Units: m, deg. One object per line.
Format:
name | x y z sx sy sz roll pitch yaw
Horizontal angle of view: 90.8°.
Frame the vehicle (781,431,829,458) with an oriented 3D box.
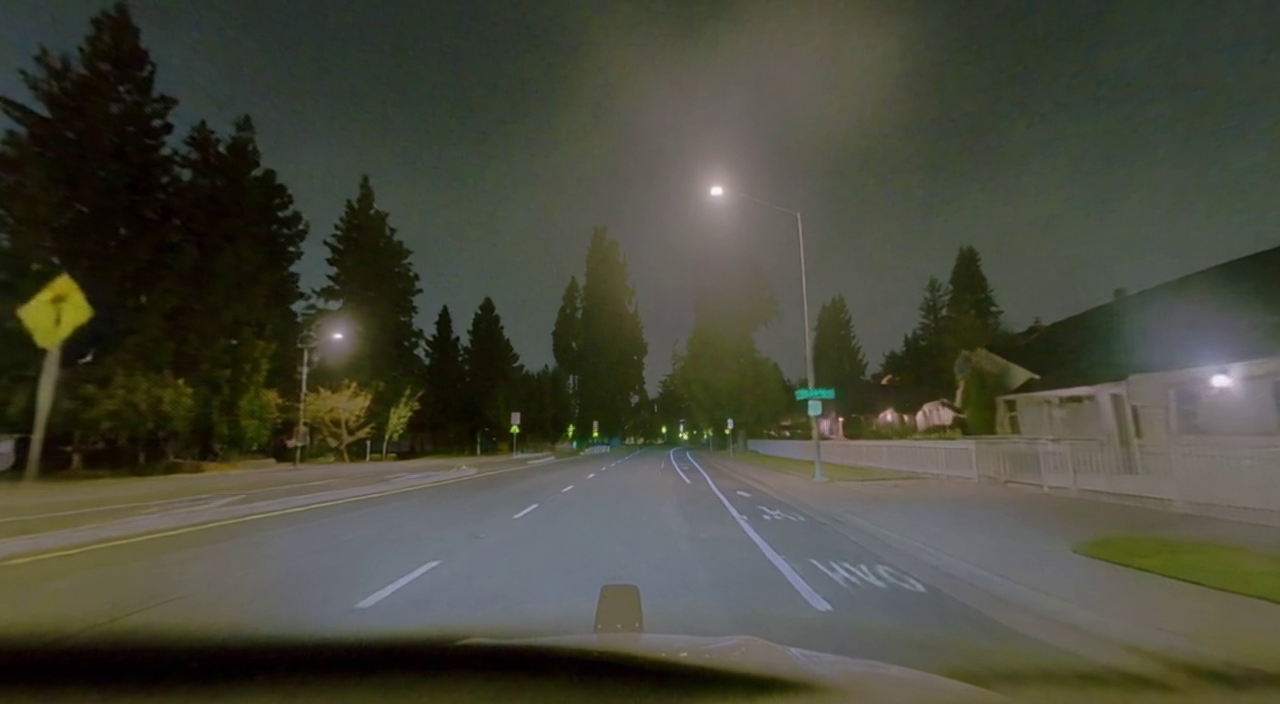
vehicle | 11.031 6.242 42.553 1.938 1.695 4.296 0 -8 -1
